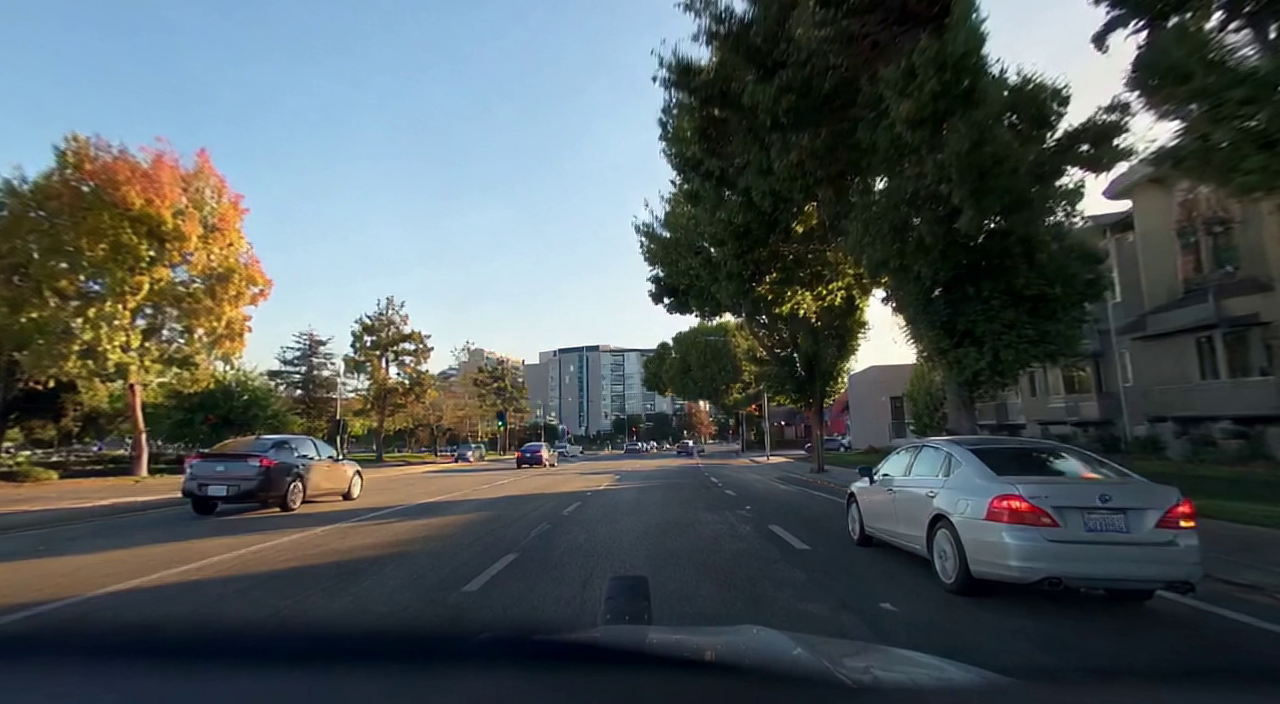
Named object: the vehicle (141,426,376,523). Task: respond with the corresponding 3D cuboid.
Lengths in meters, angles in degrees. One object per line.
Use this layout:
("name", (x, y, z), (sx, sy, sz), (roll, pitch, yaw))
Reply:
("vehicle", (-7.138, 2.313, 12.498), (1.951, 1.554, 4.444), (0, -8, -2))

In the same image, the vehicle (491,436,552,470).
("vehicle", (-5.887, 5.065, 31.775), (1.988, 1.597, 4.404), (0, -8, 3))

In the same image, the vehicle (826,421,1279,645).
("vehicle", (3.659, 1.574, 6.680), (2.003, 1.494, 4.705), (0, -8, 1))
